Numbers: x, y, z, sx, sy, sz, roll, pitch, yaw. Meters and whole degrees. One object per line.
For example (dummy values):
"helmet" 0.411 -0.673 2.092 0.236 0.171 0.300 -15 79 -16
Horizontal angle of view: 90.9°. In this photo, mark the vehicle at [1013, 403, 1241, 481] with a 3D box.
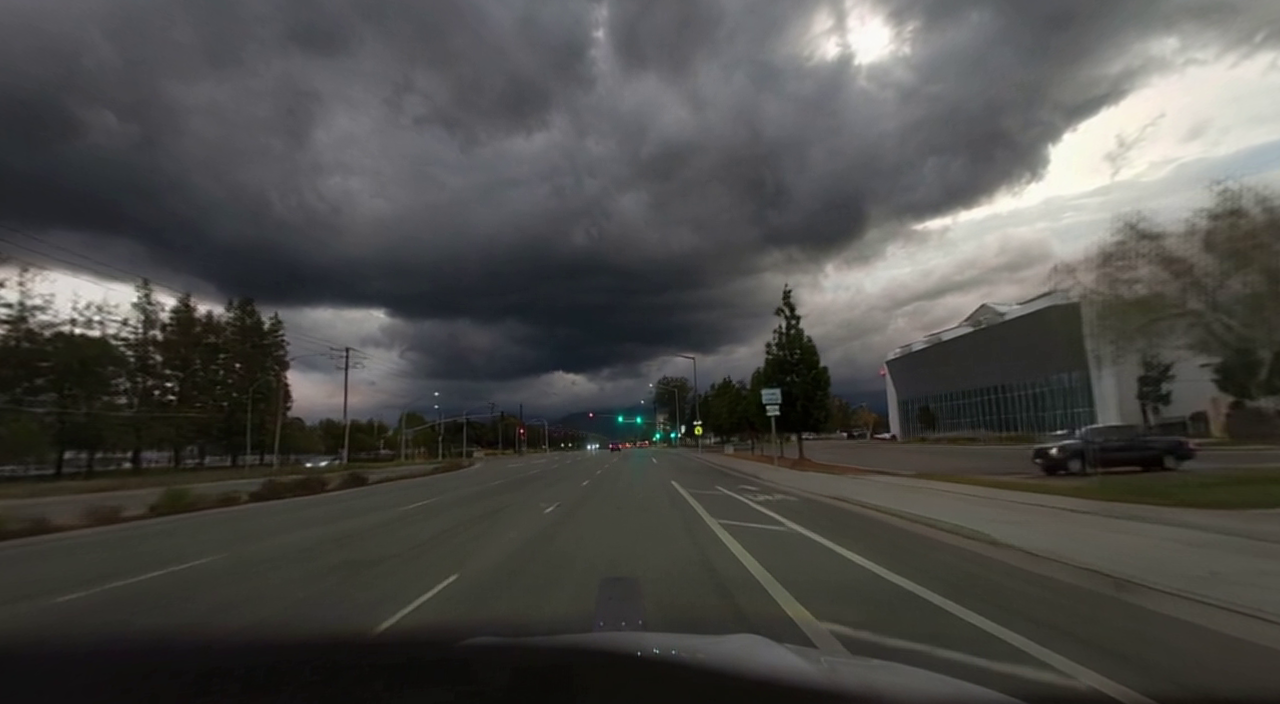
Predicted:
"vehicle" 13.907 2.602 18.290 4.702 1.853 2.069 -4 -8 2
